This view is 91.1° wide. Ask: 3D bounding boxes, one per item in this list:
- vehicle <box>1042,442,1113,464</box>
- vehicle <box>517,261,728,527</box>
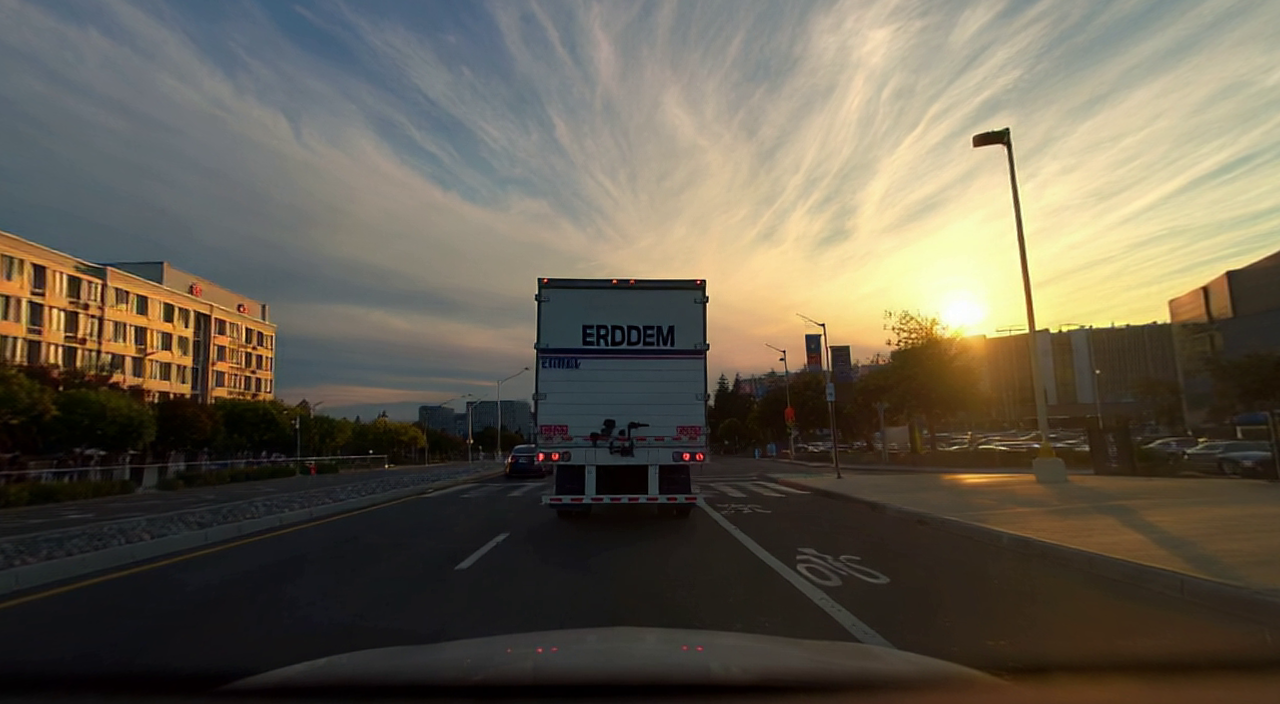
[{"bbox_3d":[31.366,7.216,45.151,1.652,1.423,3.797,5,-9,-36],"label":"vehicle"},{"bbox_3d":[-0.212,1.162,13.457,2.876,3.724,9.351,0,-8,0],"label":"vehicle"}]
